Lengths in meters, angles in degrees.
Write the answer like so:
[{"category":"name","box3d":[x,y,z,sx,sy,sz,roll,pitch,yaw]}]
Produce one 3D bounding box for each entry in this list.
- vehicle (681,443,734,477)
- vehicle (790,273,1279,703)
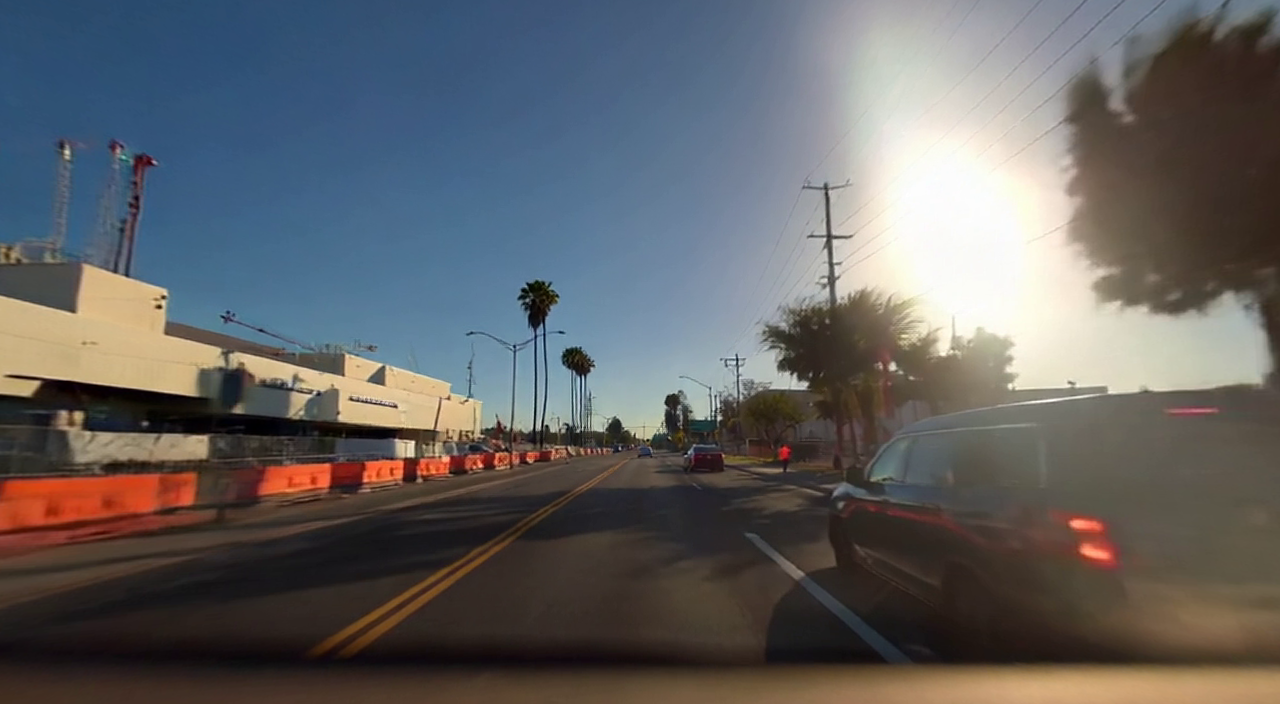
[{"category":"vehicle","box3d":[3.312,5.370,31.670,2.148,1.562,4.642,0,-8,0]},{"category":"vehicle","box3d":[3.059,1.092,4.956,2.386,1.970,5.665,0,-8,1]}]
